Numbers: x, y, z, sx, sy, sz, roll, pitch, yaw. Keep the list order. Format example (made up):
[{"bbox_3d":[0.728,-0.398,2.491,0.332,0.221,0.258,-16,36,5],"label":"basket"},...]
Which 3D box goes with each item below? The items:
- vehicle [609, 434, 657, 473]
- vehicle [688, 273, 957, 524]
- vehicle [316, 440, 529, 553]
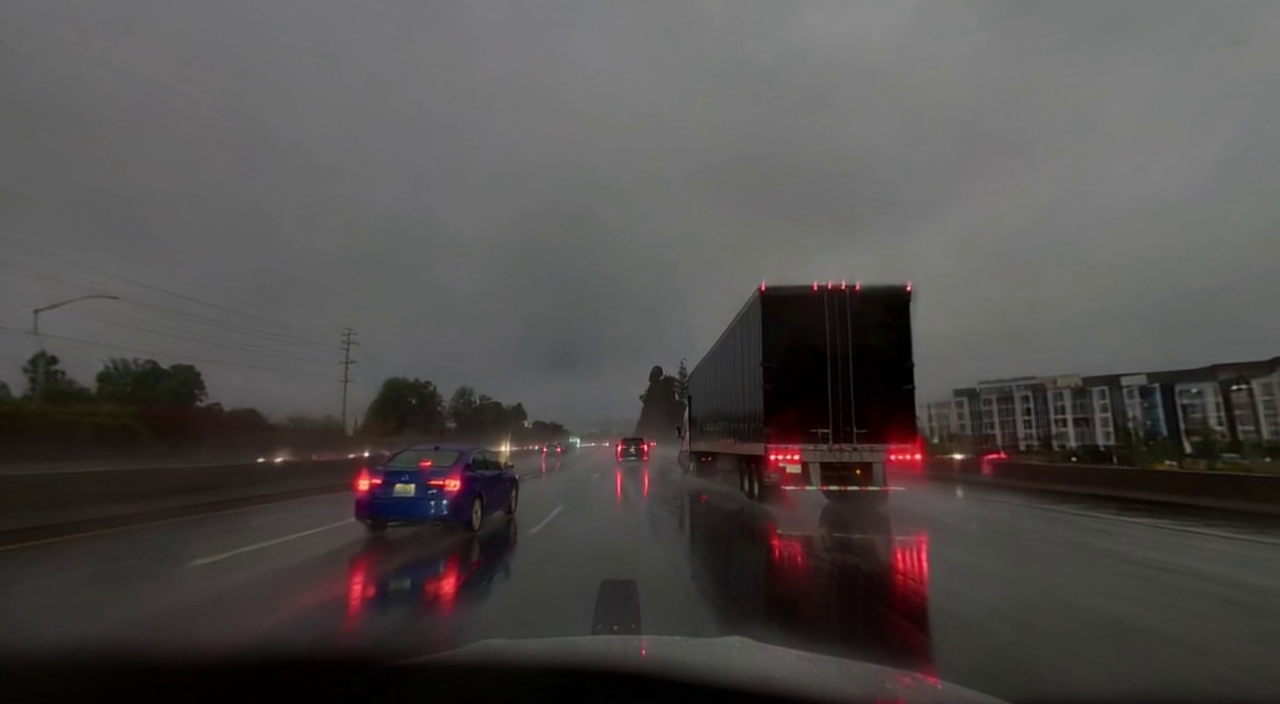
[{"bbox_3d":[-0.353,5.027,31.411,2.203,1.805,4.358,0,-9,-1],"label":"vehicle"},{"bbox_3d":[3.480,1.862,17.776,2.876,4.086,15.117,0,-9,-1],"label":"vehicle"},{"bbox_3d":[-3.157,2.190,10.329,1.864,1.406,4.544,0,-9,0],"label":"vehicle"}]
